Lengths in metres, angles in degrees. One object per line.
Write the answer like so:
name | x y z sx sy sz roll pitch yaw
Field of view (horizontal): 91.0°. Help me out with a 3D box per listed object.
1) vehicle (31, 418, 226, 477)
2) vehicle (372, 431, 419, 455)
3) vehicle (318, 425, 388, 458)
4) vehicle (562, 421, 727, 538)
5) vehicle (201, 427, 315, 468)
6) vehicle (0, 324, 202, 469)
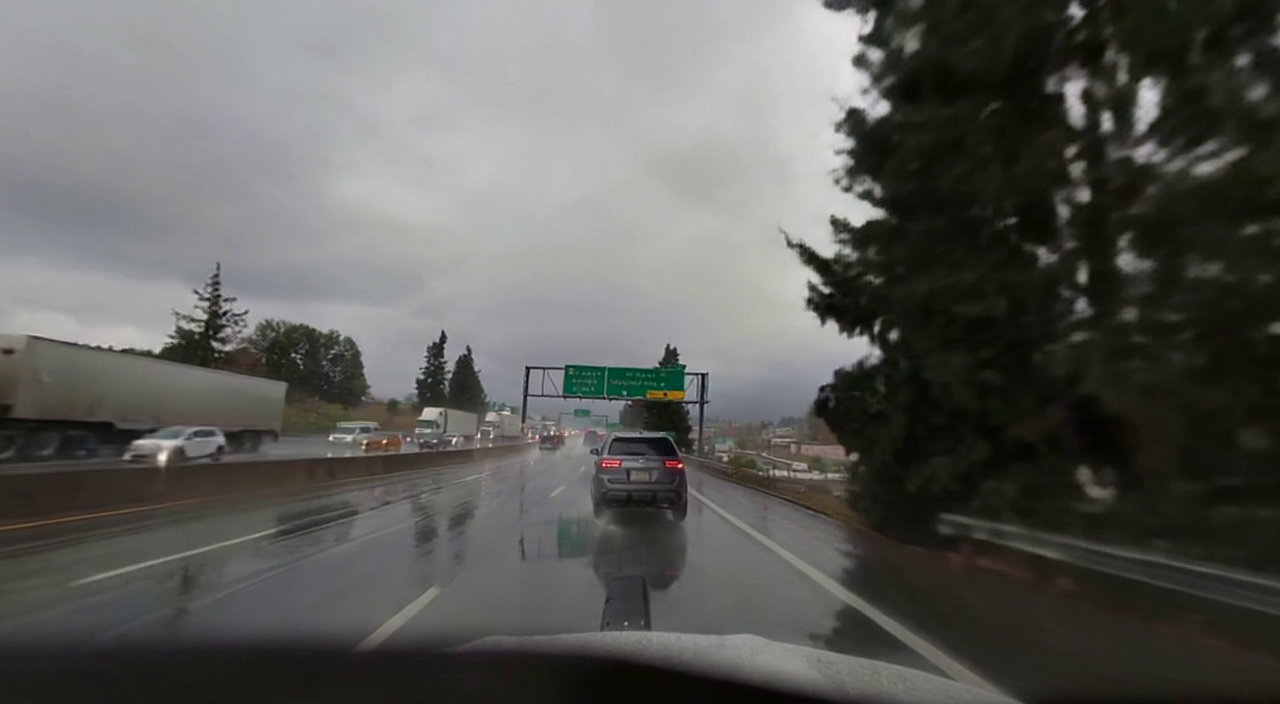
vehicle | -14.629 2.776 18.451 1.921 1.507 4.664 0 -8 -2
vehicle | -16.118 6.008 41.615 1.773 1.481 3.722 0 -8 -2
vehicle | -15.475 4.857 34.199 1.895 1.683 4.224 0 -8 -2
vehicle | -0.022 1.956 10.372 2.127 1.497 4.445 0 -8 -2
vehicle | -15.092 3.793 25.167 1.903 1.473 4.391 0 -8 -2
vehicle | -18.831 1.576 19.557 3.032 3.845 10.740 0 -8 -3
